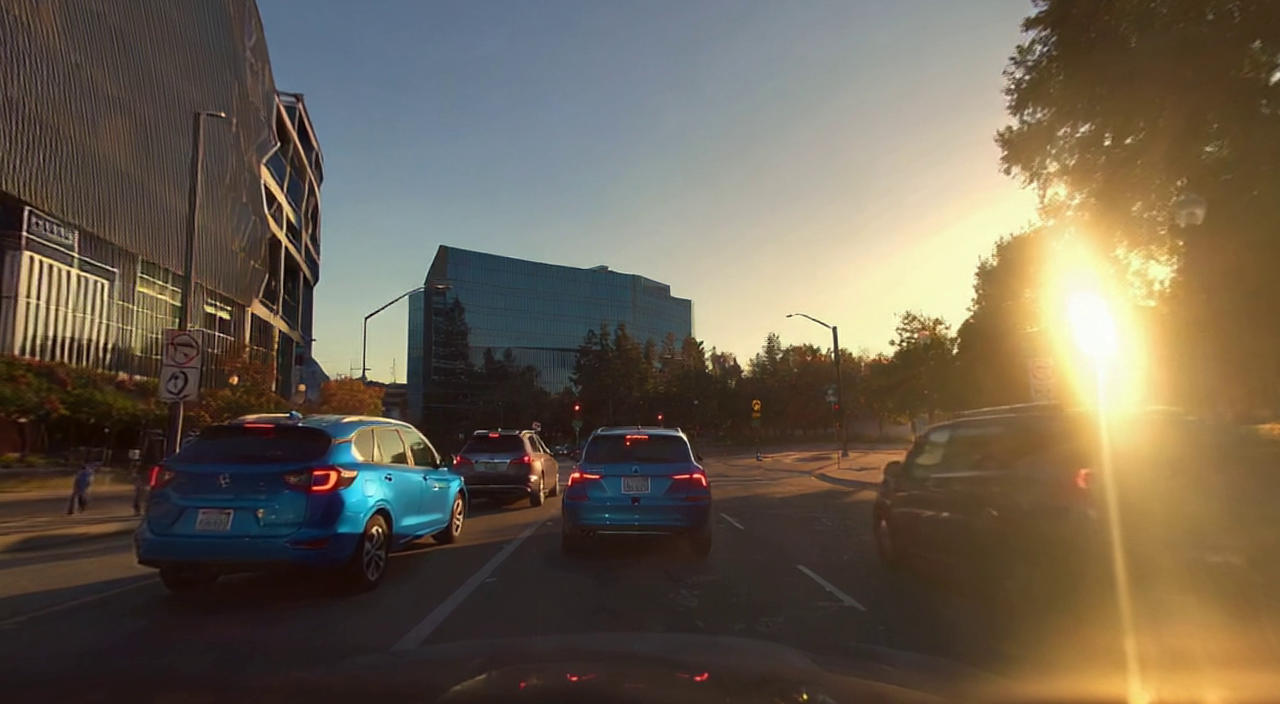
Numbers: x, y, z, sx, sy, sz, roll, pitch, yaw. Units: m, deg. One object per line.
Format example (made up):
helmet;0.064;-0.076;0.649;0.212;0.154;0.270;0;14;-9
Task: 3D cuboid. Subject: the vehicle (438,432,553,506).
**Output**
vehicle;-3.616;3.005;16.694;2.068;1.678;4.199;0;-8;0

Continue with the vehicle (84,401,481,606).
vehicle;-3.544;1.588;7.525;2.083;1.691;4.398;0;-8;1

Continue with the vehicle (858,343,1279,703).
vehicle;3.721;1.186;5.487;2.026;1.819;4.579;0;-8;0

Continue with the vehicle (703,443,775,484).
vehicle;3.724;4.285;24.621;2.082;1.445;4.426;0;-8;0

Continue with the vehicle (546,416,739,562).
vehicle;-0.006;1.881;9.413;2.207;1.659;4.155;0;-8;-1
